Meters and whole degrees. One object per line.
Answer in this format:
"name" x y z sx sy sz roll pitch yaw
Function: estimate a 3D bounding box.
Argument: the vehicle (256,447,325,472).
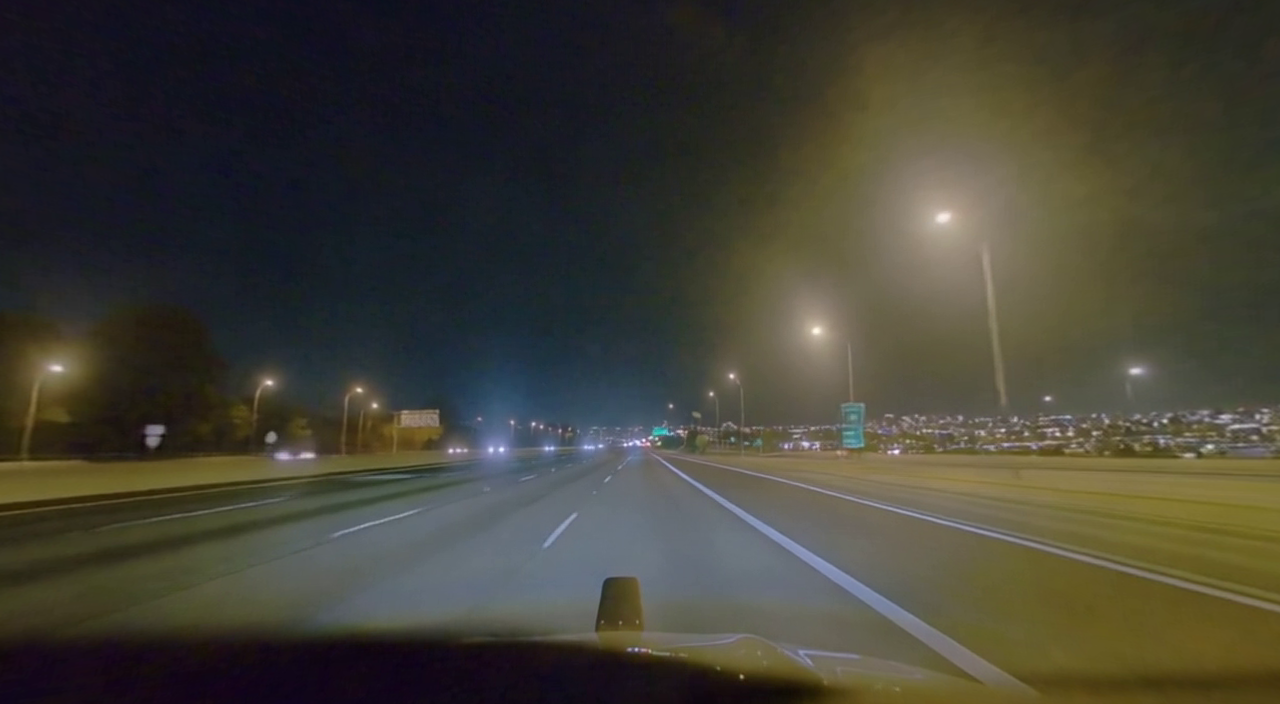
"vehicle" -22.702 6.970 41.084 1.836 1.517 4.426 0 -9 2
